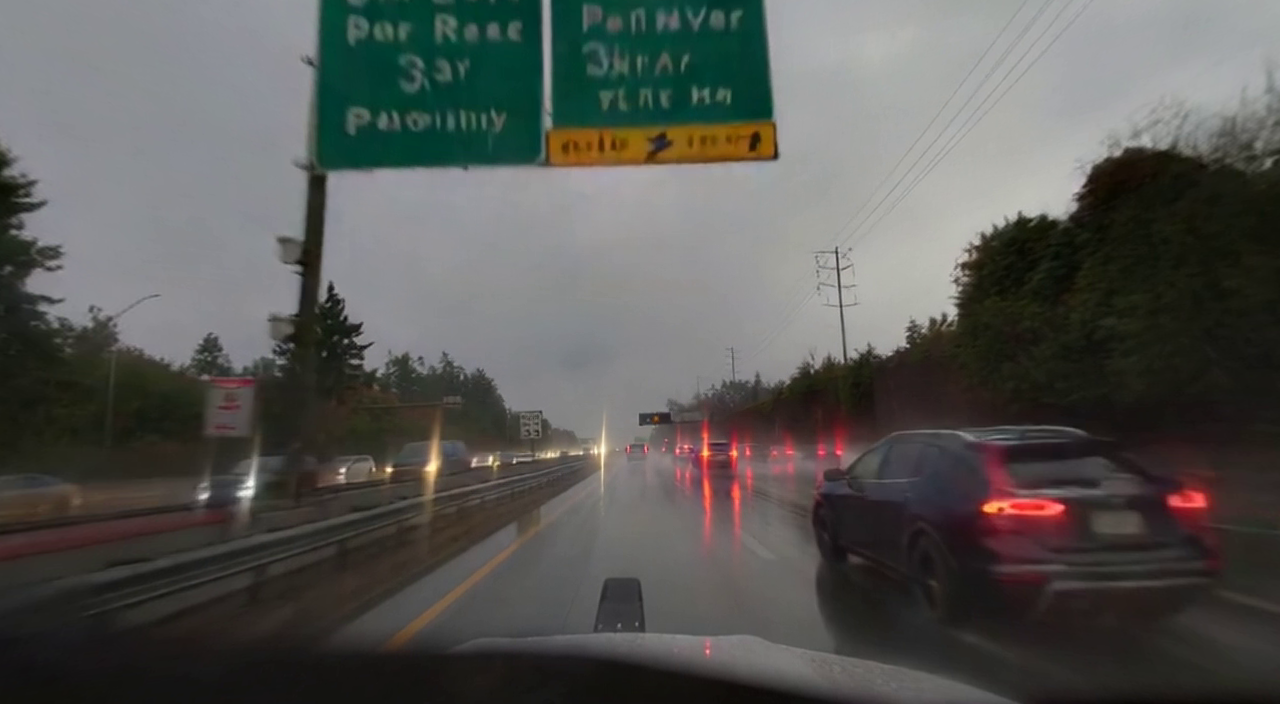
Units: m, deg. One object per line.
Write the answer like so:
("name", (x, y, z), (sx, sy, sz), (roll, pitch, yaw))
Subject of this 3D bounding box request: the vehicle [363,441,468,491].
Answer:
("vehicle", (-8.791, 4.489, 25.249), (2.214, 1.737, 5.234), (0, -9, 1))

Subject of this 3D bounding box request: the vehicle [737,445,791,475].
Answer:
("vehicle", (6.744, 5.876, 34.616), (1.909, 1.507, 4.471), (0, -9, -2))

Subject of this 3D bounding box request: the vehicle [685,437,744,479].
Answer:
("vehicle", (3.494, 5.068, 30.360), (2.138, 1.826, 4.783), (0, -9, -1))

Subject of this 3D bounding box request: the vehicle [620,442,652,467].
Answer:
("vehicle", (-0.333, 7.868, 48.411), (2.314, 1.796, 4.254), (0, -9, -1))

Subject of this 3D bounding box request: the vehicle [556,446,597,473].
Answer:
("vehicle", (-3.760, 6.437, 37.958), (2.051, 1.510, 4.373), (0, -9, 0))

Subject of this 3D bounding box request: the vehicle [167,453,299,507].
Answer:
("vehicle", (-12.408, 3.878, 19.494), (1.583, 1.428, 3.716), (0, -9, 0))

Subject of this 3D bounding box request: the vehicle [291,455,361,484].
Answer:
("vehicle", (-22.939, 8.602, 46.299), (2.159, 1.884, 5.705), (0, -9, 0))

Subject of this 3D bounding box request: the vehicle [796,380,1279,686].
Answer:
("vehicle", (3.163, 1.372, 5.992), (2.092, 1.723, 4.670), (0, -9, -1))
